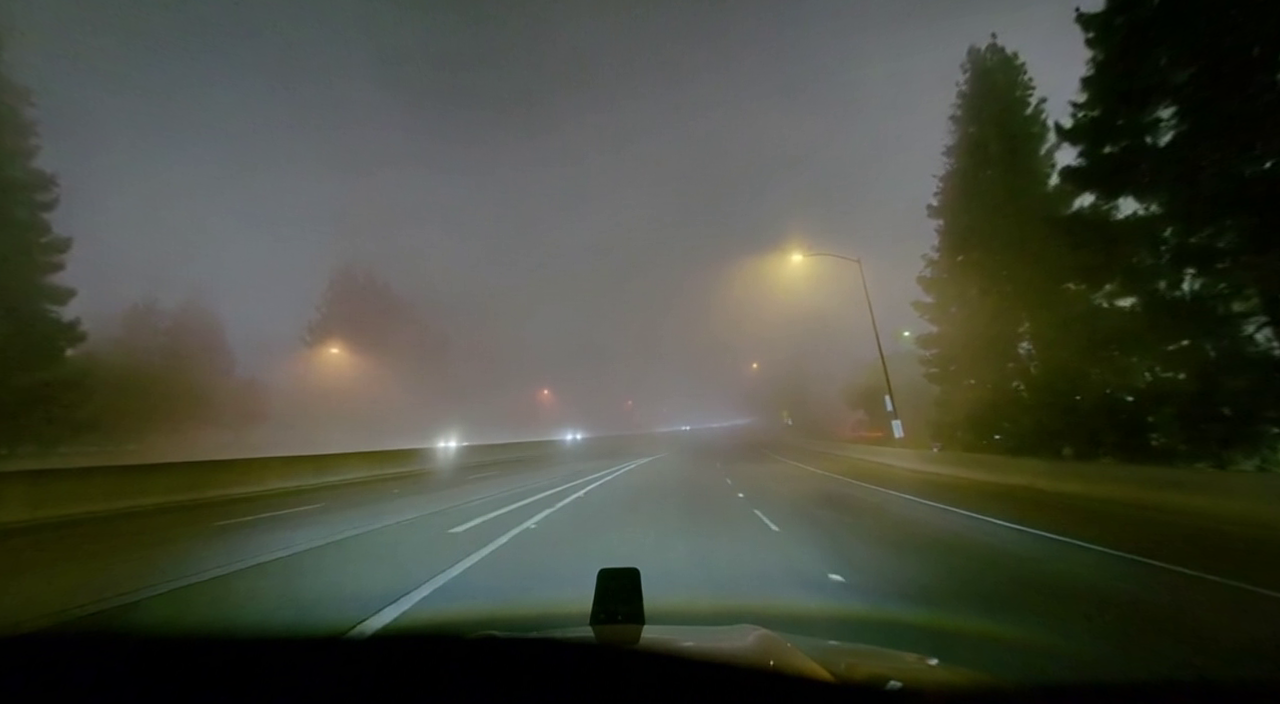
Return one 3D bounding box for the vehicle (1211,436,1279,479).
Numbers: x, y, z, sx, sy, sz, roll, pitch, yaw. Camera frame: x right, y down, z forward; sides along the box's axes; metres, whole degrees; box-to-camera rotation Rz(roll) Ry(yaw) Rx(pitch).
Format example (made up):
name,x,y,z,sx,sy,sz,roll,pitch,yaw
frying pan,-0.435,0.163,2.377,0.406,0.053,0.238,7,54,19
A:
name,x,y,z,sx,sy,sz,roll,pitch,yaw
vehicle,35.909,5.961,35.717,2.193,2.281,5.602,-2,-10,8
